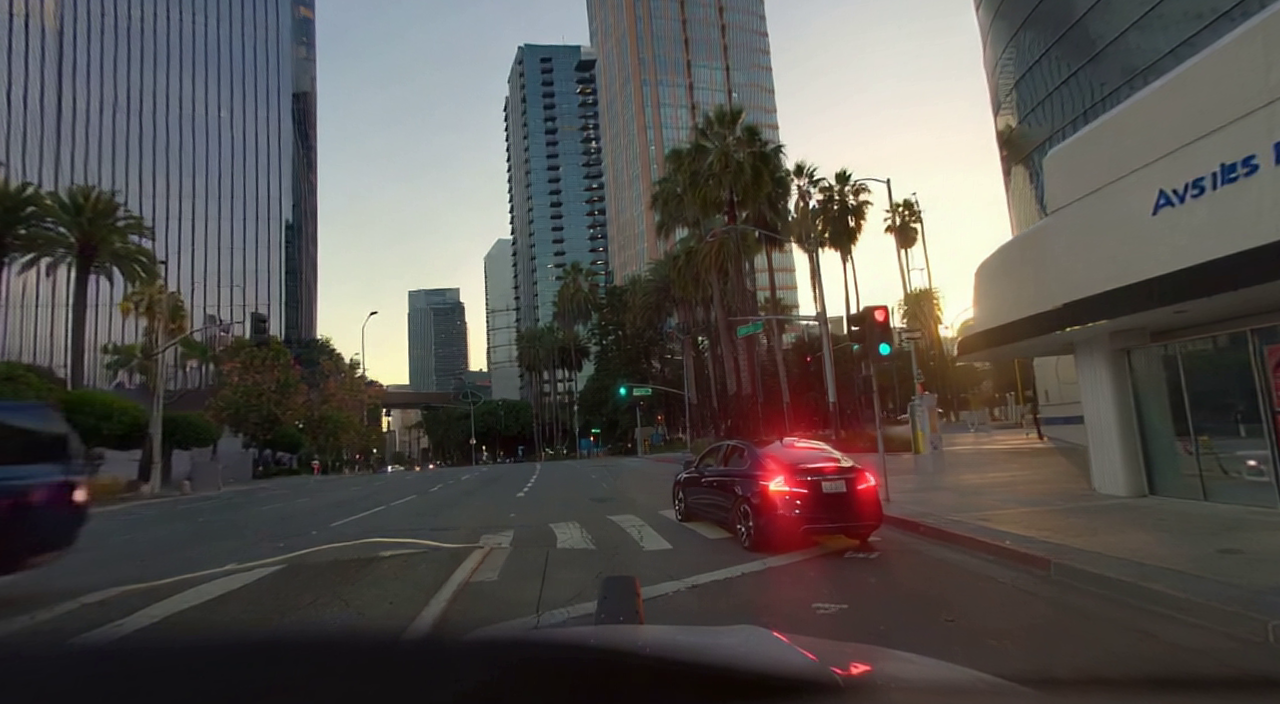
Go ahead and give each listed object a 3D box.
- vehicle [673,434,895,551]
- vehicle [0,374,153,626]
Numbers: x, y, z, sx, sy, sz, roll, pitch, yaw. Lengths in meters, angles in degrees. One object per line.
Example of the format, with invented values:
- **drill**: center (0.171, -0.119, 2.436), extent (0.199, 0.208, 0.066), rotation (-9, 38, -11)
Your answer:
- **vehicle**: center (1.982, 2.137, 10.474), extent (2.090, 1.466, 4.676), rotation (1, -8, -7)
- **vehicle**: center (-6.124, 0.975, 3.627), extent (2.190, 1.964, 5.614), rotation (0, -8, 0)
